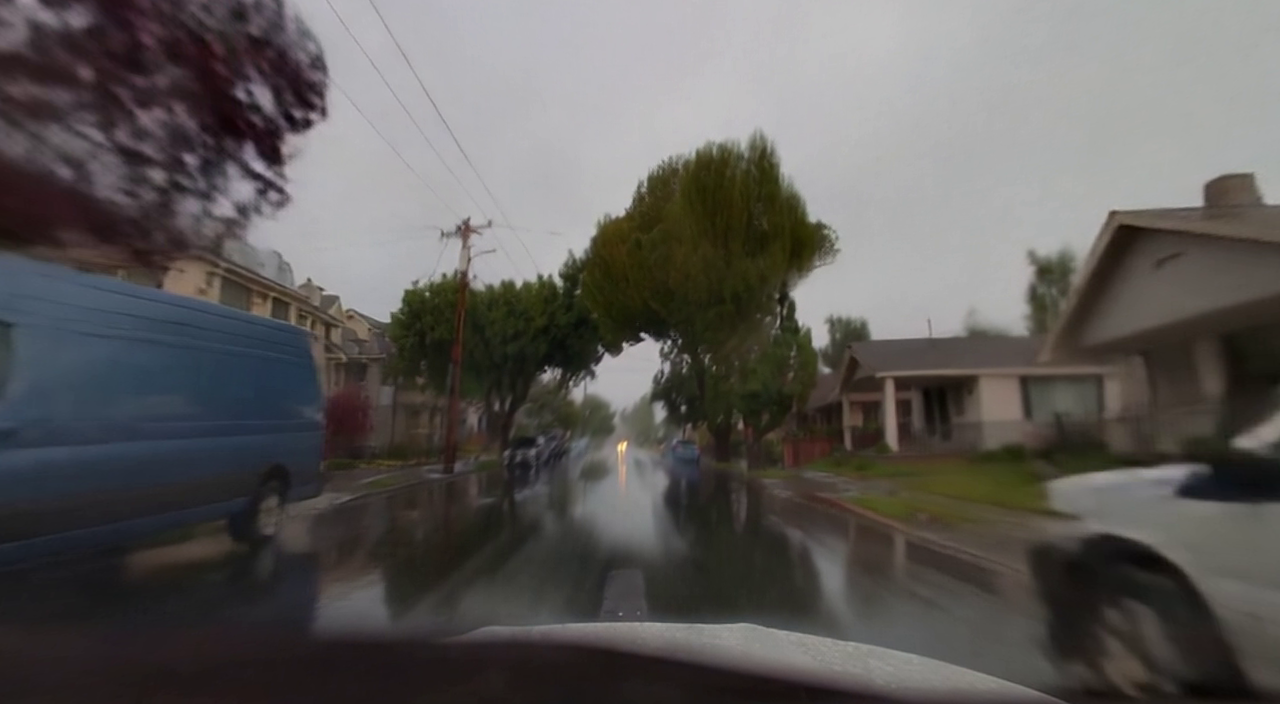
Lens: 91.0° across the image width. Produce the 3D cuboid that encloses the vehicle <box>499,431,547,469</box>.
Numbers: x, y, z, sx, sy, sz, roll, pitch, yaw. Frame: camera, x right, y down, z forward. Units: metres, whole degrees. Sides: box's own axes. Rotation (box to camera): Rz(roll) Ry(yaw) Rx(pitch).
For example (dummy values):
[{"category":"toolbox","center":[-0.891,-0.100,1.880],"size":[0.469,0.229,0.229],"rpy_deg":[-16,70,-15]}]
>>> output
[{"category":"vehicle","center":[-7.176,6.137,39.040],"size":[1.947,1.480,4.330],"rpy_deg":[-3,-19,2]}]

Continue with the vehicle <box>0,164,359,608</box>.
[{"category":"vehicle","center":[-6.710,0.569,7.658],"size":[3.115,3.562,7.695],"rpy_deg":[-2,-6,0]}]

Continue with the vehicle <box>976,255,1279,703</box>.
[{"category":"vehicle","center":[3.401,0.547,1.180],"size":[2.328,2.042,5.559],"rpy_deg":[0,-9,-2]}]

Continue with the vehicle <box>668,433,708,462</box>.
[{"category":"vehicle","center":[3.110,6.395,42.172],"size":[2.159,1.760,5.345],"rpy_deg":[0,-9,-1]}]
